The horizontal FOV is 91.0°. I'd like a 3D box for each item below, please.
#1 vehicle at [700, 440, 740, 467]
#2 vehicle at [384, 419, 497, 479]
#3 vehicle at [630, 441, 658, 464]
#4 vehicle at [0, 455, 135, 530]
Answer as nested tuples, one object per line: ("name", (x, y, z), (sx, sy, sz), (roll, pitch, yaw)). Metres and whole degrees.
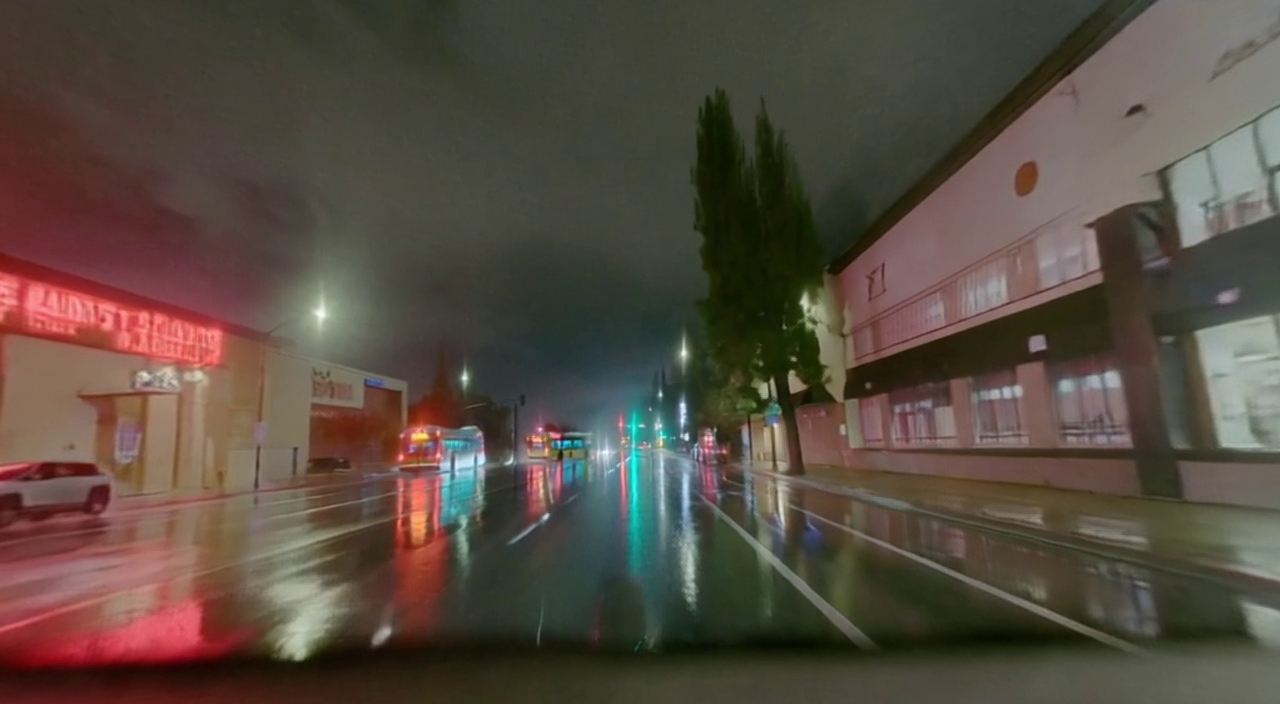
("vehicle", (5.193, 6.648, 41.370), (2.014, 1.681, 4.332), (0, -9, 0))
("vehicle", (-12.650, 6.448, 41.755), (3.356, 3.365, 12.460), (0, -9, 1))
("vehicle", (0.256, 7.844, 49.235), (2.089, 1.699, 4.650), (0, -9, -1))
("vehicle", (-17.468, 3.943, 18.115), (1.896, 1.844, 4.620), (0, -9, 1))
